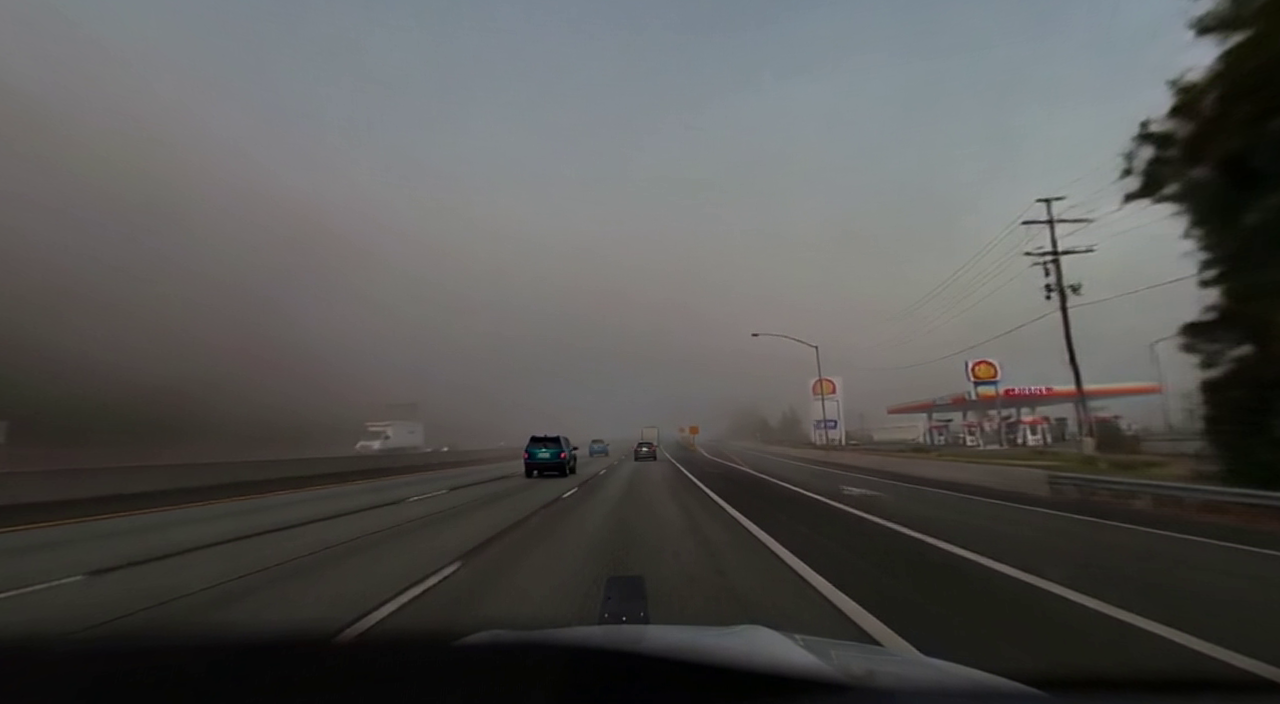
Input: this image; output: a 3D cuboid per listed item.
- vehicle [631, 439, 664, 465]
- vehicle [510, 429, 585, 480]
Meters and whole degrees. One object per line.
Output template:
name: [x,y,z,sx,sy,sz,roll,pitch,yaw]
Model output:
vehicle: [0.441,6.381,40.265,1.982,1.524,3.800,1,-8,-1]
vehicle: [-3.697,4.193,26.072,2.273,1.884,4.515,0,-8,2]
